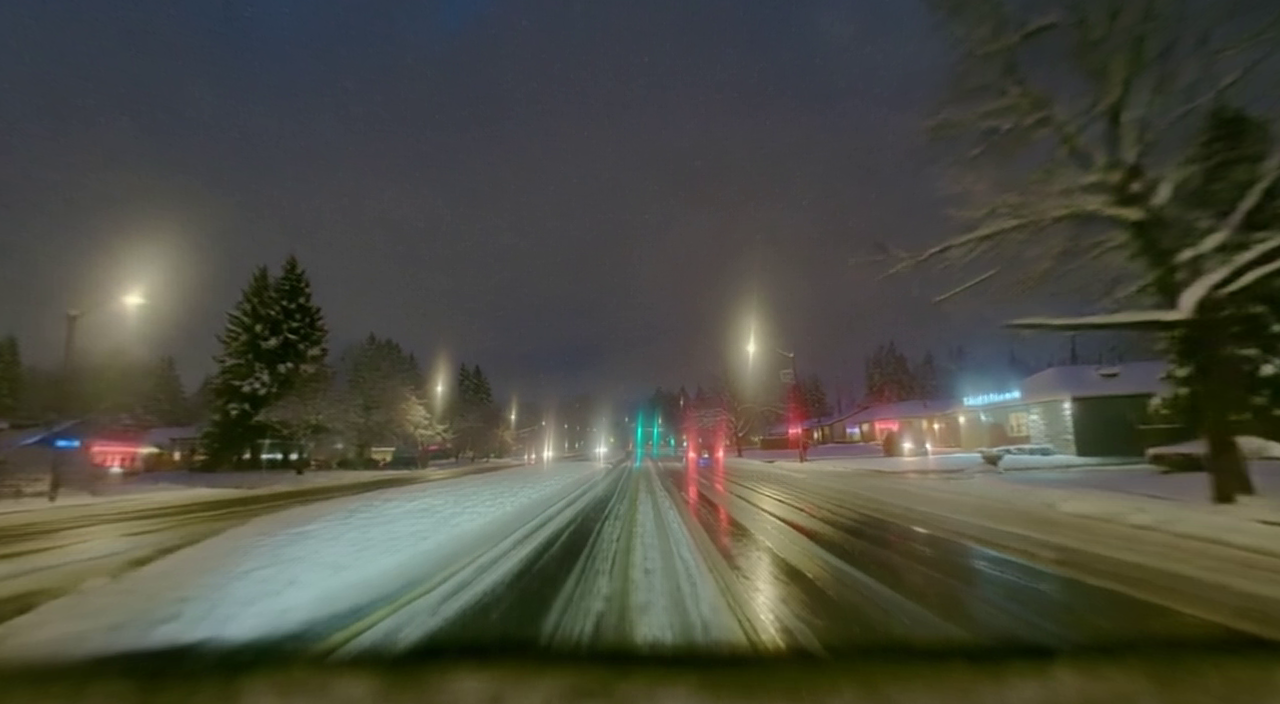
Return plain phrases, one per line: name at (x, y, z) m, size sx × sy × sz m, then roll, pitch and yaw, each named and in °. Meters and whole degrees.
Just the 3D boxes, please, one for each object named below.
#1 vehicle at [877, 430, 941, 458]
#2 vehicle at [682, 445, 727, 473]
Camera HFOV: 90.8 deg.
vehicle at (19.912, 6.813, 47.139) m, size 2.247 × 1.917 × 5.791 m, roll 1°, pitch -8°, yaw 0°
vehicle at (3.426, 5.742, 34.168) m, size 1.929 × 1.411 × 4.284 m, roll 0°, pitch -8°, yaw -1°
